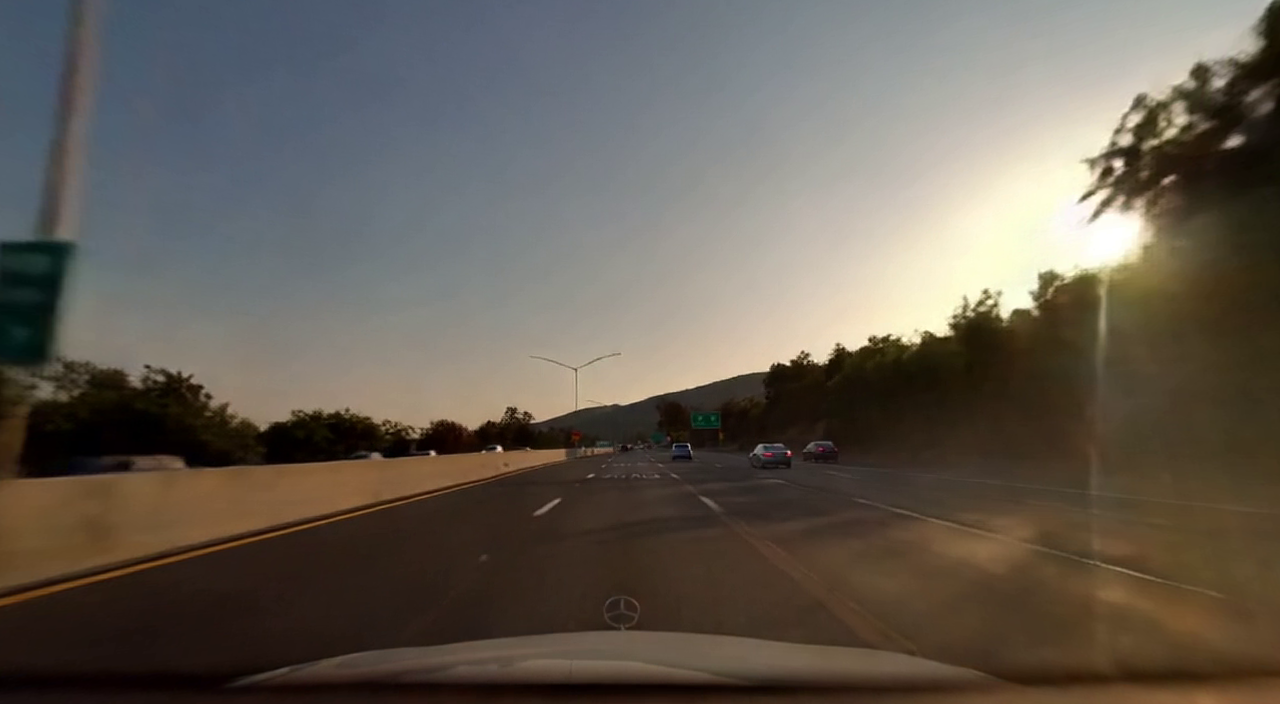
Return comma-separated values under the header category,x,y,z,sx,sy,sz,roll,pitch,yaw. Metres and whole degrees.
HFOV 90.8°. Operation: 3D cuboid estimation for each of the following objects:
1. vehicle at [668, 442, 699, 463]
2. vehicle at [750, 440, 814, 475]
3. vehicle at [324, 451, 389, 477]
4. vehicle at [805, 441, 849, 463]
category,x,y,z,sx,sy,sz,roll,pitch,yaw
vehicle,3.332,7.800,49.102,2.056,1.553,4.320,0,-8,-1
vehicle,6.666,4.975,30.075,2.038,1.528,3.910,0,-8,-1
vehicle,-18.099,7.118,40.575,2.022,1.453,4.757,0,-8,-1
vehicle,14.608,7.827,49.569,2.025,1.595,4.268,0,-8,-1
